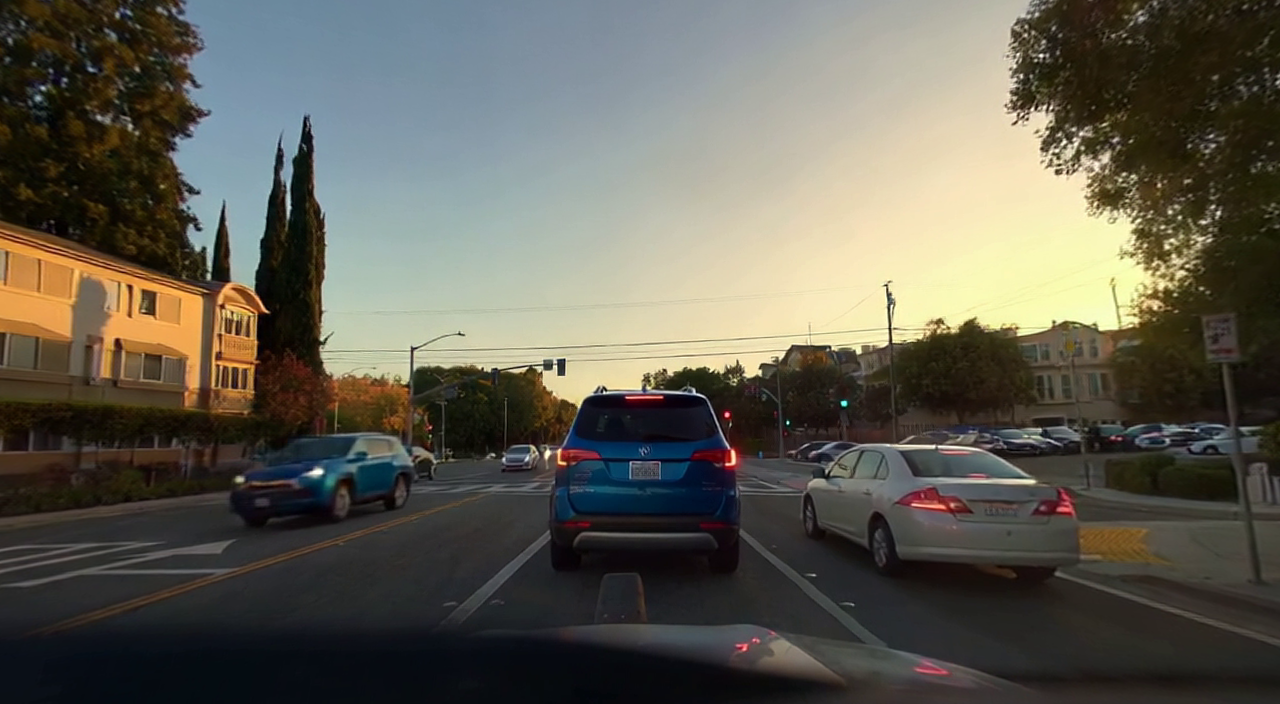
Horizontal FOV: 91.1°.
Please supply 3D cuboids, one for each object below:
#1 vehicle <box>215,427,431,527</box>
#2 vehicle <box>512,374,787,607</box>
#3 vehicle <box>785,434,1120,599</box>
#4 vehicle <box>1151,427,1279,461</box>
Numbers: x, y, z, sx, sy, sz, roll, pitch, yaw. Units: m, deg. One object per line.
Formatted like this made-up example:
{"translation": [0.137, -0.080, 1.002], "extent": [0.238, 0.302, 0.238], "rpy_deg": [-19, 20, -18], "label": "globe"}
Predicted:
{"translation": [-6.380, 2.562, 13.479], "extent": [2.153, 1.728, 4.753], "rpy_deg": [0, -9, 0], "label": "vehicle"}
{"translation": [0.036, 1.469, 7.456], "extent": [2.296, 1.947, 4.168], "rpy_deg": [0, -9, -1], "label": "vehicle"}
{"translation": [3.374, 1.832, 7.988], "extent": [1.900, 1.478, 4.425], "rpy_deg": [0, -9, -1], "label": "vehicle"}
{"translation": [25.946, 4.116, 28.142], "extent": [4.420, 1.469, 1.807], "rpy_deg": [0, -8, 1], "label": "vehicle"}
